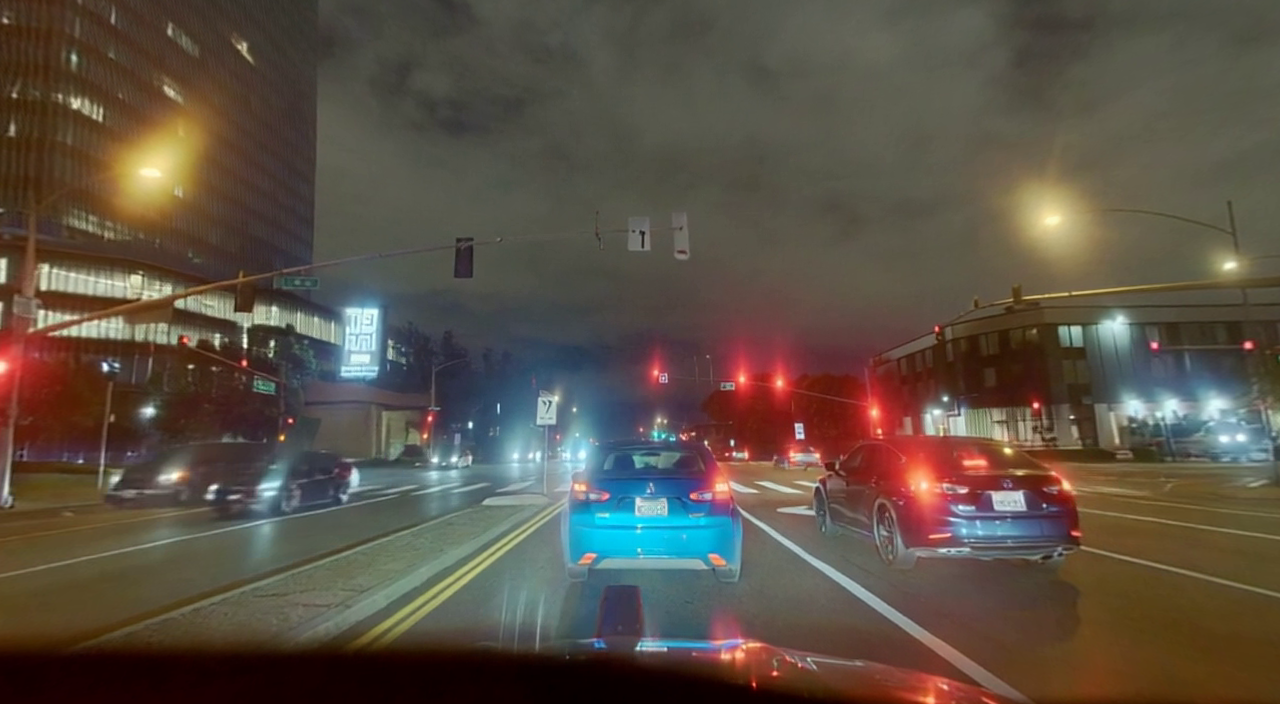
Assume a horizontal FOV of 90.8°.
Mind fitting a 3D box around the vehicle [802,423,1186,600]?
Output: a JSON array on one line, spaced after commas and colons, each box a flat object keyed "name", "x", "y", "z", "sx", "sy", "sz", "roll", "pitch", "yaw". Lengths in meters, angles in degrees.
[{"name": "vehicle", "x": 3.621, "y": 1.713, "z": 7.735, "sx": 2.018, "sy": 1.491, "sz": 4.544, "roll": 0, "pitch": -9, "yaw": -1}]

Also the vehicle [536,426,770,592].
[{"name": "vehicle", "x": 0.095, "y": 1.717, "z": 7.731, "sx": 2.087, "sy": 1.468, "sz": 4.014, "roll": 0, "pitch": -9, "yaw": -1}]

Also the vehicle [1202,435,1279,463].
[{"name": "vehicle", "x": 35.225, "y": 5.535, "z": 36.156, "sx": 4.190, "sy": 1.535, "sz": 1.998, "roll": 0, "pitch": -9, "yaw": -1}]

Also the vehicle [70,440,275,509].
[{"name": "vehicle", "x": -12.732, "y": 3.329, "z": 17.734, "sx": 2.166, "sy": 1.659, "sz": 4.654, "roll": 0, "pitch": -9, "yaw": 0}]

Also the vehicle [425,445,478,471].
[{"name": "vehicle", "x": -11.705, "y": 6.598, "z": 39.539, "sx": 1.922, "sy": 1.466, "sz": 4.422, "roll": 0, "pitch": -9, "yaw": 1}]

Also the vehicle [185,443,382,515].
[{"name": "vehicle", "x": -8.393, "y": 3.007, "z": 15.522, "sx": 2.090, "sy": 1.475, "sz": 4.616, "roll": 0, "pitch": -9, "yaw": 1}]
